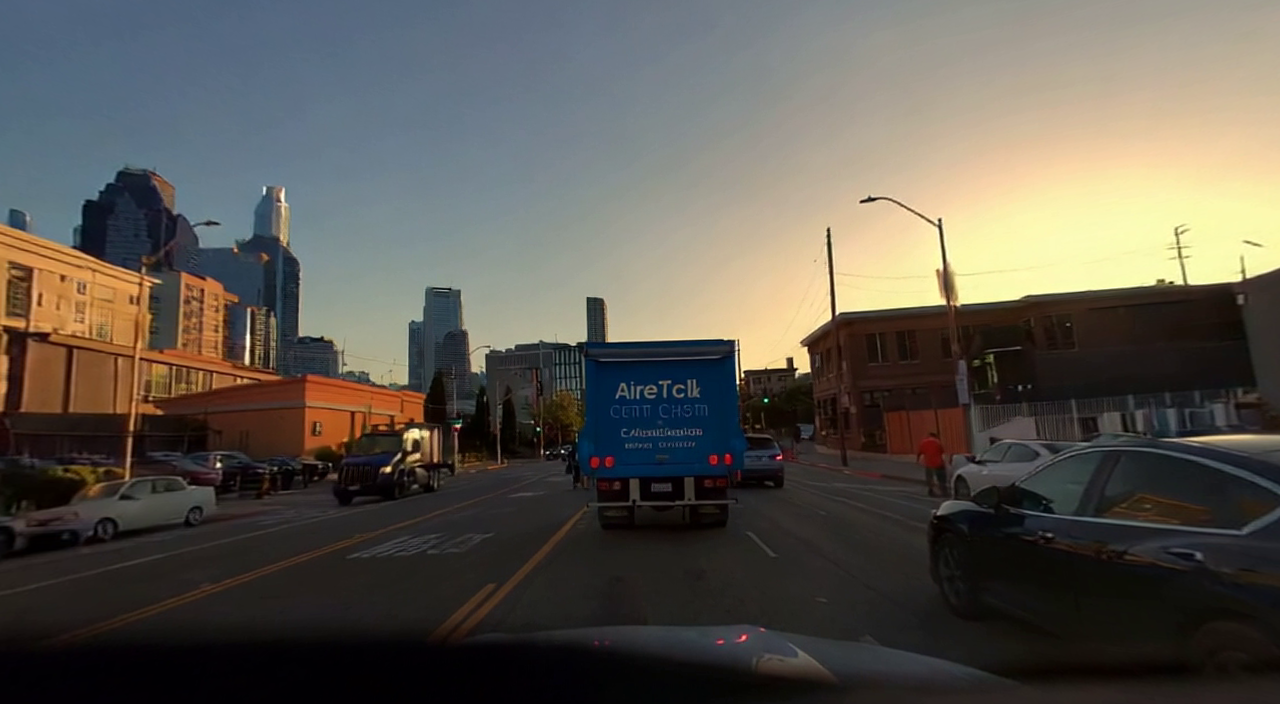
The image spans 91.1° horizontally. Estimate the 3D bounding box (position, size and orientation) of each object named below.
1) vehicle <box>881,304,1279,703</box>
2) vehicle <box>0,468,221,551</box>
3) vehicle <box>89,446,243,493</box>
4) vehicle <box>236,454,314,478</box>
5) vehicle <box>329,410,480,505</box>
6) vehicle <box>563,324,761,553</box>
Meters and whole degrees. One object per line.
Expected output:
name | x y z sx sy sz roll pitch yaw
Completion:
vehicle | 3.351 0.943 3.655 2.104 1.786 4.498 0 -9 1
vehicle | -13.430 3.961 16.366 1.943 1.682 4.365 0 -9 0
vehicle | -21.987 5.436 29.255 5.475 2.011 2.269 -1 -8 6
vehicle | -27.713 8.634 47.739 4.670 1.719 1.931 0 -9 2
vehicle | -9.081 4.203 25.549 2.883 3.199 7.964 0 -9 1
vehicle | 0.175 1.536 11.199 2.517 2.926 6.177 0 -9 -2
